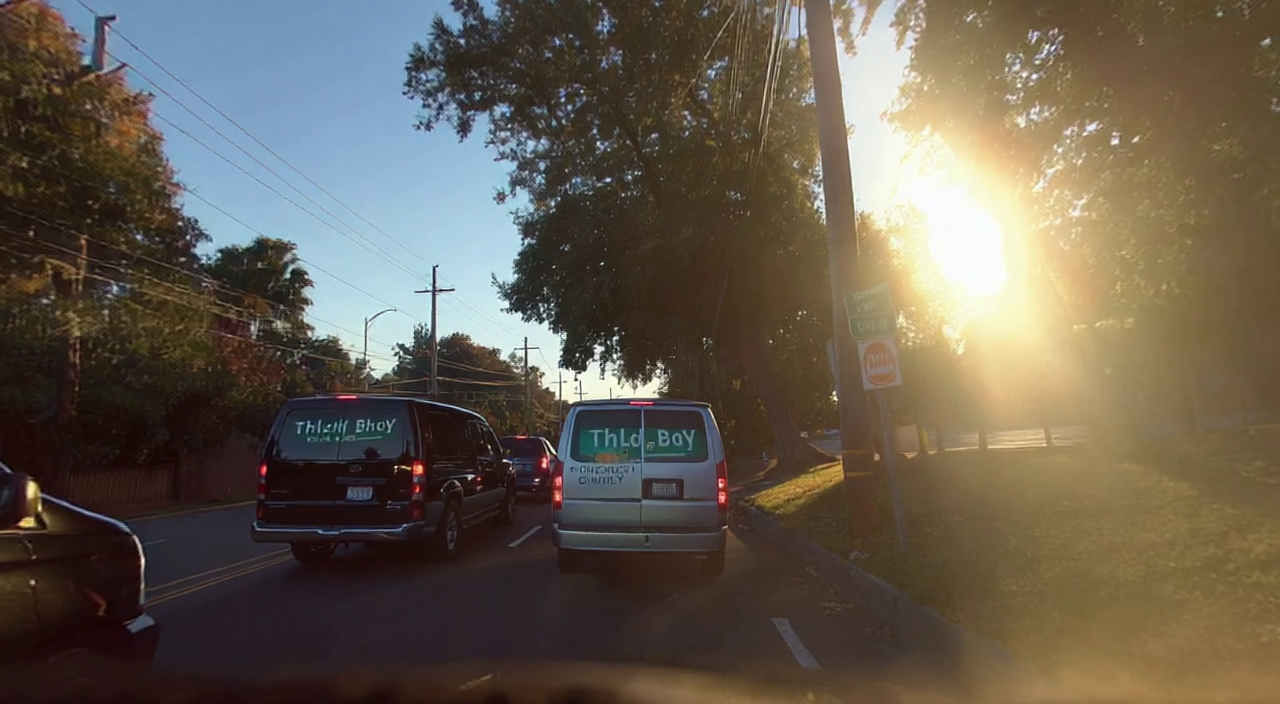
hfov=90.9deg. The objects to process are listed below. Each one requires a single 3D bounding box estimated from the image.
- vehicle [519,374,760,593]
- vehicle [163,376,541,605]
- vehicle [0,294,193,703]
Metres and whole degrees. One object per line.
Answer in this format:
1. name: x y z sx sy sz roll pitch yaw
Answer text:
1. vehicle: 0.104 1.458 7.688 2.117 1.911 4.095 -1 -8 3
2. vehicle: -2.761 1.482 7.621 2.109 1.851 4.749 -1 -8 3
3. vehicle: -3.133 0.470 0.239 2.160 1.796 4.997 0 -8 1
